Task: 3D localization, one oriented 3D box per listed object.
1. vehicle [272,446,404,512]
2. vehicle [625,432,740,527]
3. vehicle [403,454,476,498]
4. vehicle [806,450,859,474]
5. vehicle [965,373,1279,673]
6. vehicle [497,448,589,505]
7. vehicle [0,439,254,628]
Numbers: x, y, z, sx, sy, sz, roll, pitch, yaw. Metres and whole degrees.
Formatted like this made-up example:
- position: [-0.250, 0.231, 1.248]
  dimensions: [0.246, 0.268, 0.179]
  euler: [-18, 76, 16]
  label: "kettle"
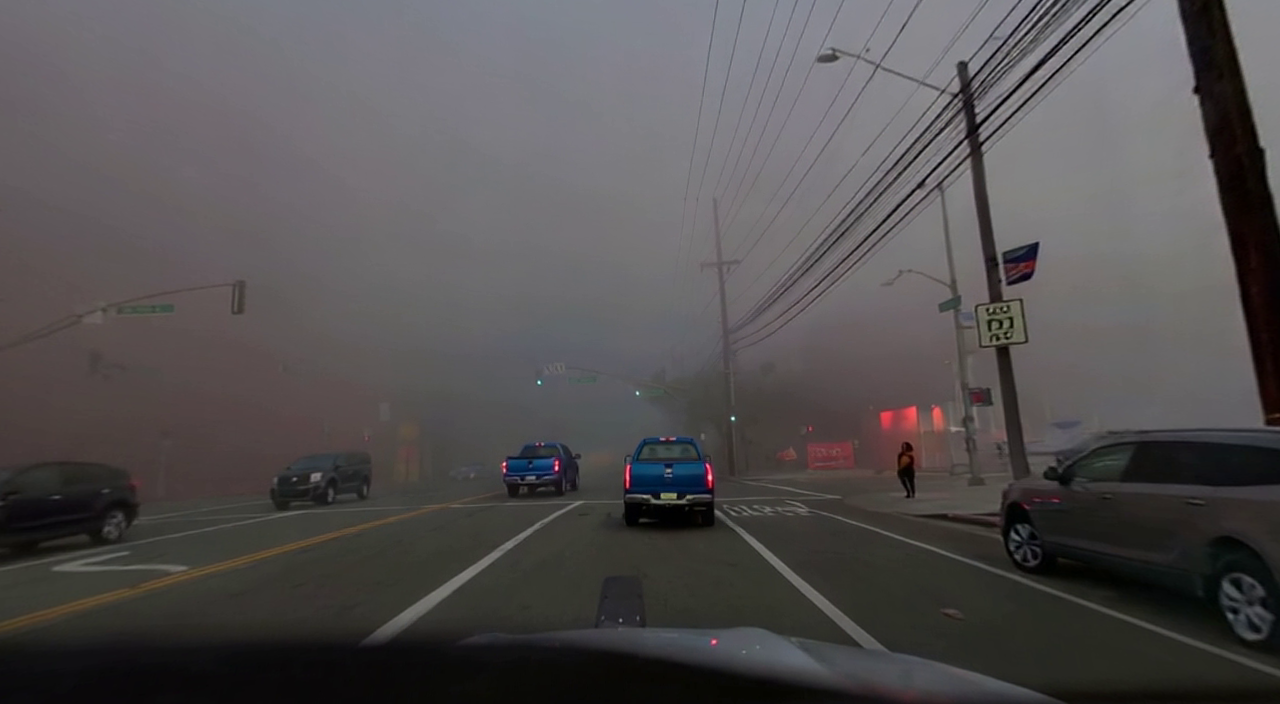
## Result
- position: [-9.993, 4.205, 21.511]
  dimensions: [2.081, 1.925, 5.632]
  euler: [1, -9, -4]
  label: "vehicle"
- position: [0.996, 2.676, 13.890]
  dimensions: [2.089, 1.699, 4.650]
  euler: [-1, -9, 6]
  label: "vehicle"
- position: [-9.174, 5.669, 29.219]
  dimensions: [1.961, 1.814, 4.418]
  euler: [0, -9, -1]
  label: "vehicle"
- position: [13.143, 7.516, 43.327]
  dimensions: [2.075, 1.556, 4.585]
  euler: [1, -9, -2]
  label: "vehicle"
- position: [5.024, 1.322, 5.614]
  dimensions: [1.974, 1.823, 4.576]
  euler: [0, -9, 3]
  label: "vehicle"
- position: [-2.962, 3.901, 20.276]
  dimensions: [1.995, 1.554, 4.618]
  euler: [0, -9, 3]
  label: "vehicle"
- position: [-6.267, 1.651, 6.239]
  dimensions: [1.994, 1.551, 4.414]
  euler: [0, -9, 1]
  label: "vehicle"
